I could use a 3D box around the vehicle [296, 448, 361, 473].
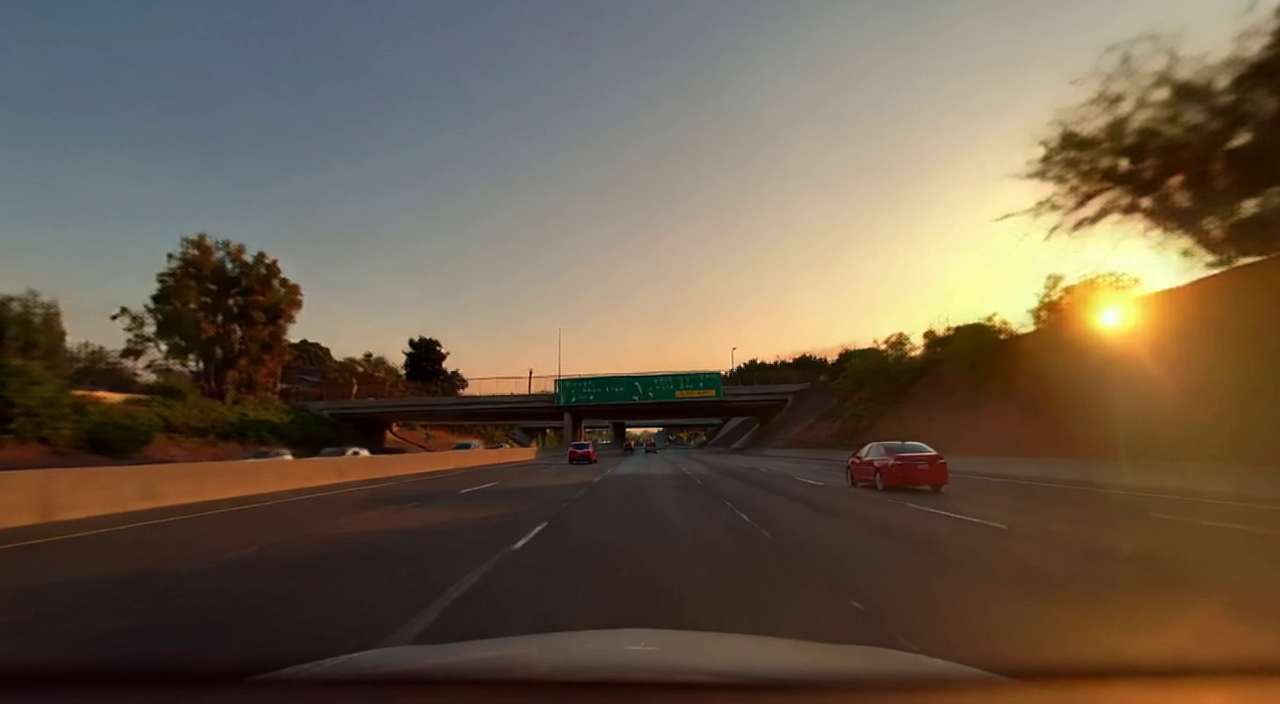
[{"bbox_3d":[-20.964,7.298,42.725,1.927,1.515,4.771,0,-8,0],"label":"vehicle"}]

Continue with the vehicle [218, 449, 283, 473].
[{"bbox_3d":[-28.255,7.887,45.892,1.847,1.645,4.418,0,-8,1],"label":"vehicle"}]

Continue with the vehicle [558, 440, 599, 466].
[{"bbox_3d":[-3.805,6.376,39.860,2.085,1.533,4.861,0,-8,1],"label":"vehicle"}]

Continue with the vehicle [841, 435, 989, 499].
[{"bbox_3d":[7.158,3.024,17.042,1.914,1.465,4.574,0,-8,0],"label":"vehicle"}]
